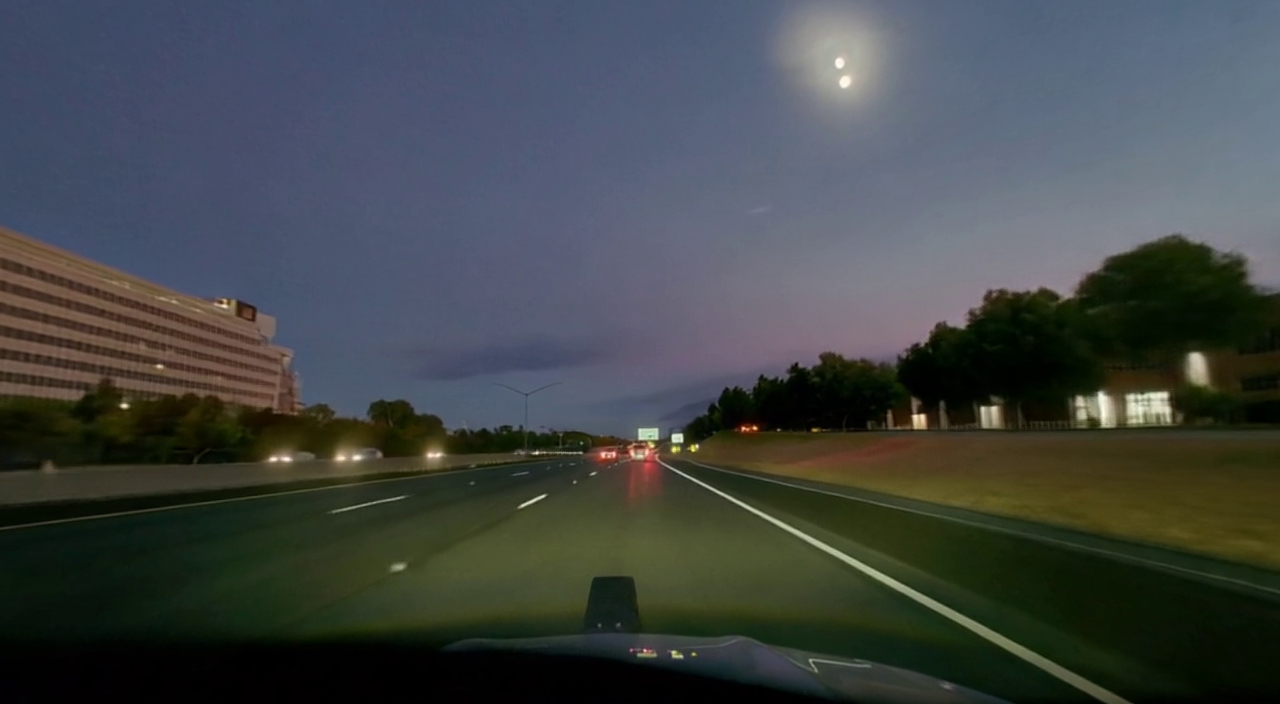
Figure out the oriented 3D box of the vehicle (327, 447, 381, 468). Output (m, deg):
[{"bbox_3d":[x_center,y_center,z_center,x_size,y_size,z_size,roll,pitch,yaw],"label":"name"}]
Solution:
[{"bbox_3d":[-21.679,8.022,48.098,1.826,1.466,4.630,-1,-9,1],"label":"vehicle"}]
